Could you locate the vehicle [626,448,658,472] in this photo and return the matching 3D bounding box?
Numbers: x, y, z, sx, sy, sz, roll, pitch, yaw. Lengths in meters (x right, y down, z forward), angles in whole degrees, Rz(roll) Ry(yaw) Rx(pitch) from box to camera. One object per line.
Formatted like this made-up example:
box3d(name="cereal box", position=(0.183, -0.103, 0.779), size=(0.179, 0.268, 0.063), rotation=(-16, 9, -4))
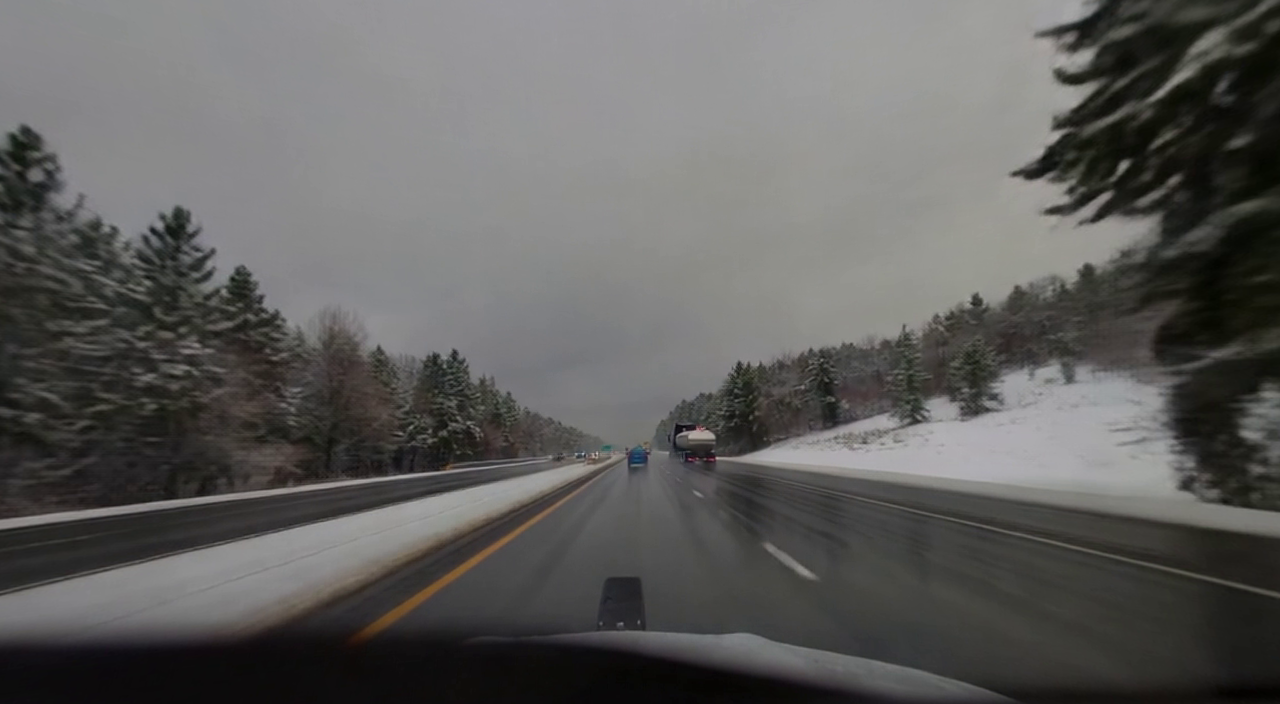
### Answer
box3d(name="vehicle", position=(0.122, 6.707, 39.198), size=(1.926, 1.386, 3.615), rotation=(0, -9, 0))
